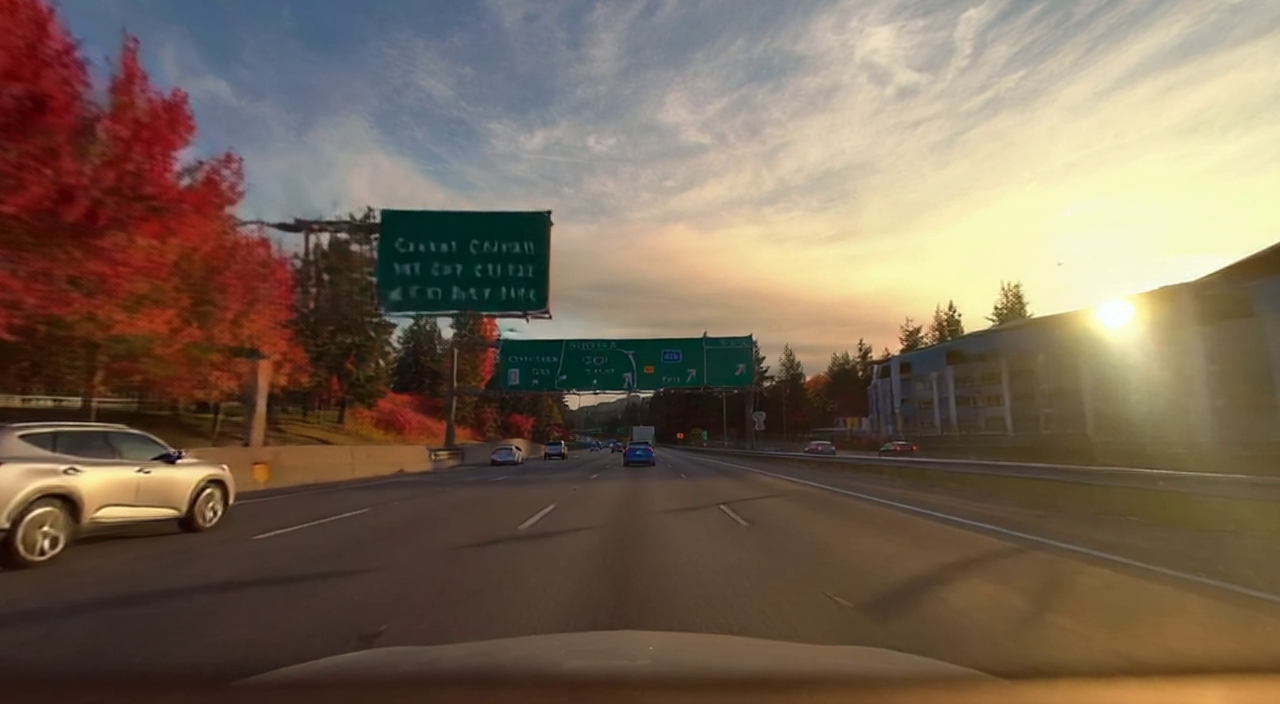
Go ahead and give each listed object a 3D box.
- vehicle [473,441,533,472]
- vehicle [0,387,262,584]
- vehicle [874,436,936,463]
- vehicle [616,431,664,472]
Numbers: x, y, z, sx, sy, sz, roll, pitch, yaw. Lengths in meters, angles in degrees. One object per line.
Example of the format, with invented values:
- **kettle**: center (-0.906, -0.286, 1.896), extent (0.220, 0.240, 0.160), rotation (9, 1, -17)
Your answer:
- **vehicle**: center (-7.124, 5.493, 33.290), extent (2.074, 1.495, 4.643), rotation (0, -9, 0)
- **vehicle**: center (-7.125, 1.494, 7.483), extent (2.146, 1.834, 4.999), rotation (0, -9, 0)
- **vehicle**: center (17.068, 6.306, 40.771), extent (2.019, 1.657, 4.582), rotation (0, -9, 0)
- **vehicle**: center (-0.014, 5.021, 31.889), extent (2.245, 1.863, 4.801), rotation (0, -9, 0)
